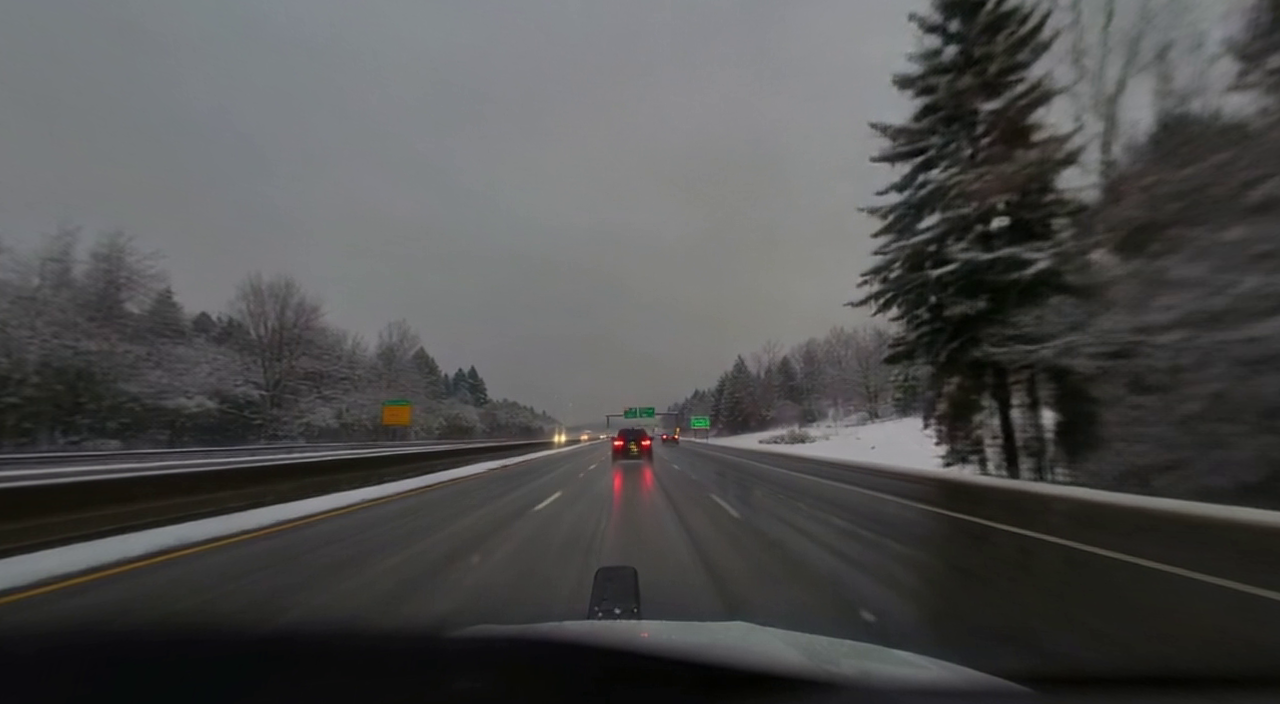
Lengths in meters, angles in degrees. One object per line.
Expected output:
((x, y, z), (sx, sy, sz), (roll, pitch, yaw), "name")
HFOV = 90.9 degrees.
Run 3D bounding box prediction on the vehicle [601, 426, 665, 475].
((-0.265, 3.523, 22.704), (2.094, 1.600, 3.666), (0, -8, -1), "vehicle")
